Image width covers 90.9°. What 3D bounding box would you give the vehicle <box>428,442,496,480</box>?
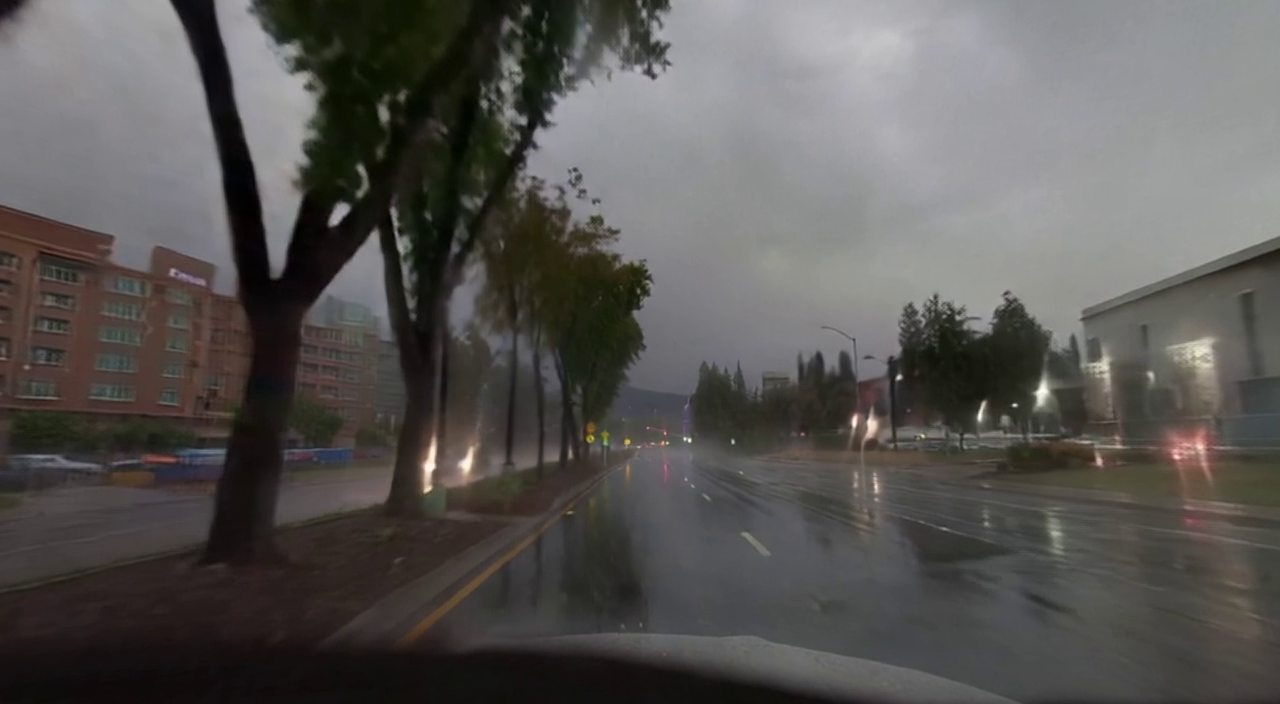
[{"bbox_3d":[-8.232,5.048,29.531,1.948,1.647,4.275,0,-8,0],"label":"vehicle"}]

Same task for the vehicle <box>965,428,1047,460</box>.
[{"bbox_3d":[28.243,7.148,48.995,2.186,2.298,5.989,1,-8,-7],"label":"vehicle"}]
